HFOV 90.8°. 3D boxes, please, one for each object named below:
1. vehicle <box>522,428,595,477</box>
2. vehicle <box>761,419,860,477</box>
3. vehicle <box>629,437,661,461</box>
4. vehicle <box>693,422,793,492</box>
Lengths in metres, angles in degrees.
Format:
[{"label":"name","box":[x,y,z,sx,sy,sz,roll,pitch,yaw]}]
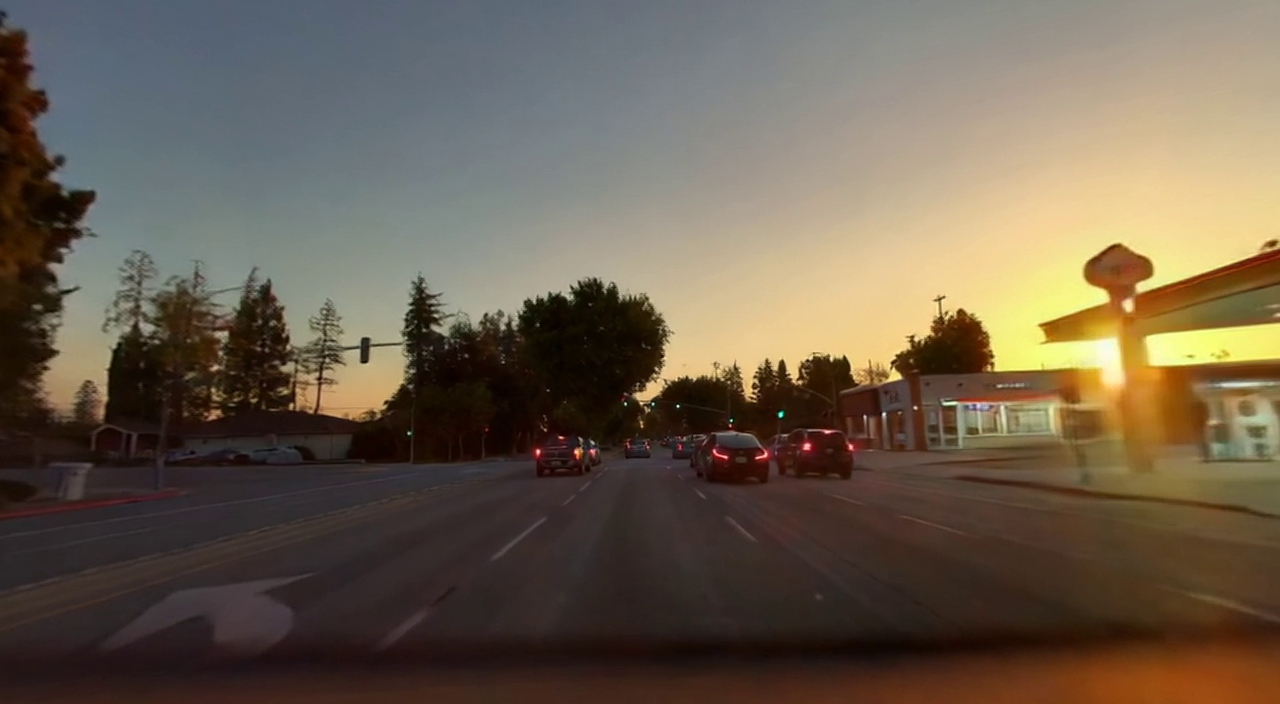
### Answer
[{"label":"vehicle","box":[-3.215,4.089,25.935,2.261,1.820,4.255,0,-8,2]},{"label":"vehicle","box":[7.008,4.038,26.786,2.510,2.176,5.527,0,-8,-2]},{"label":"vehicle","box":[0.332,6.924,45.114,2.131,1.665,3.926,0,-8,-2]},{"label":"vehicle","box":[2.870,3.076,18.825,2.140,1.800,4.660,0,-8,-1]}]
